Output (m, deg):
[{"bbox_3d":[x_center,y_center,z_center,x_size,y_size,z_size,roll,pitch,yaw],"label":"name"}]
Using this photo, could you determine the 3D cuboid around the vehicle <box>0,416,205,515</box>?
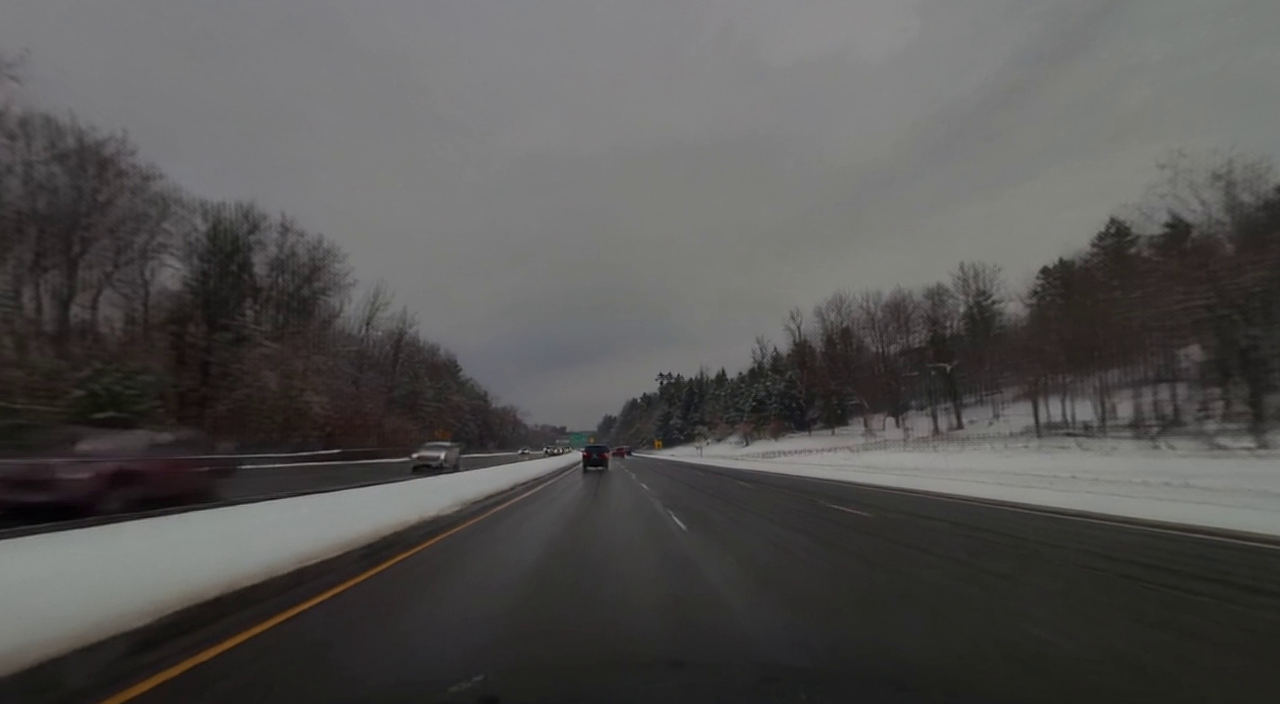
[{"bbox_3d":[-10.198,2.025,11.488,1.815,1.491,3.784,0,-9,-3],"label":"vehicle"}]

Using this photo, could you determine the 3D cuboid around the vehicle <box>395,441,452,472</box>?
[{"bbox_3d":[-11.597,5.610,33.797,1.817,1.501,3.906,0,-9,-3],"label":"vehicle"}]

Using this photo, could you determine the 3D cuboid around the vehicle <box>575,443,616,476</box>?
[{"bbox_3d":[-2.465,5.978,34.961,2.151,1.693,4.201,0,-9,-3],"label":"vehicle"}]
